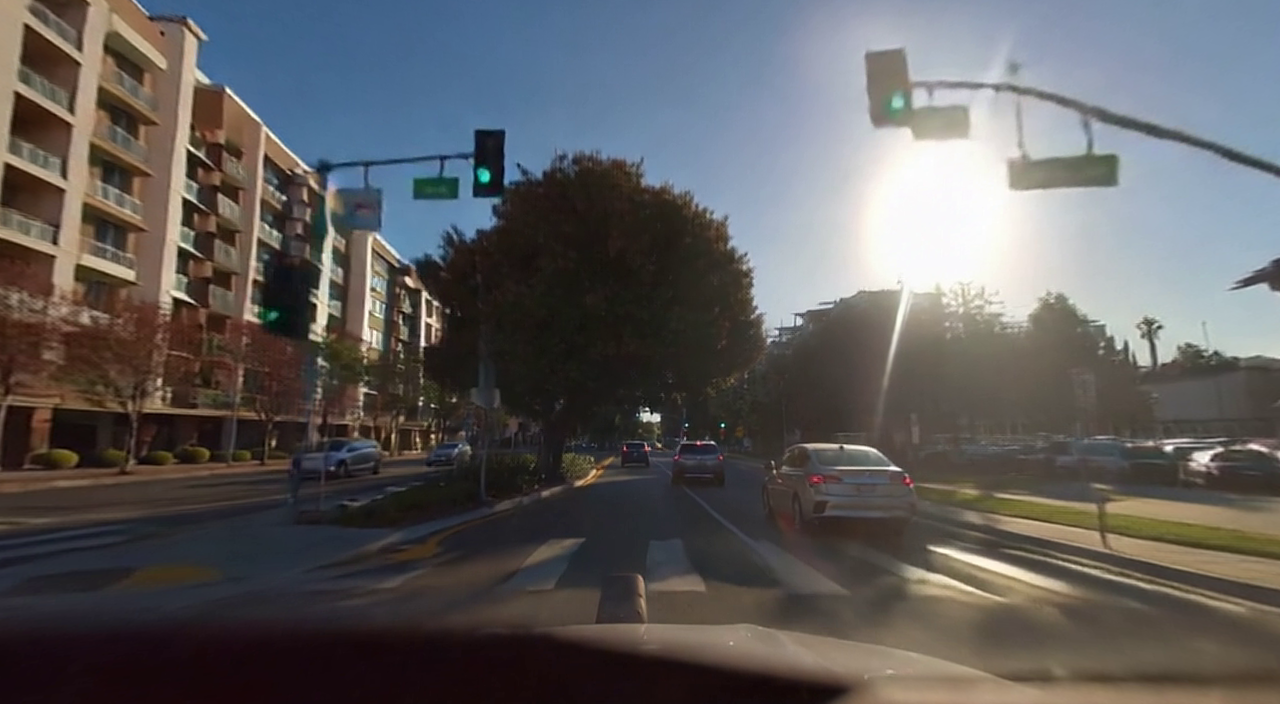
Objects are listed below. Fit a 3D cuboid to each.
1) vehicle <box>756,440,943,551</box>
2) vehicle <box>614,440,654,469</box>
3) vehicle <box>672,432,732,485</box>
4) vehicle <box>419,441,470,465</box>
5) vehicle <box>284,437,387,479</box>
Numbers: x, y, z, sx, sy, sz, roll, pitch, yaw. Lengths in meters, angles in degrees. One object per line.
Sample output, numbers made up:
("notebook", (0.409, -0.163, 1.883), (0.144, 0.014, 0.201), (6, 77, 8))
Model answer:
("vehicle", (3.490, 2.438, 11.494), (1.906, 1.608, 4.137), (0, -8, -1))
("vehicle", (-0.359, 5.585, 34.650), (2.059, 1.492, 3.925), (0, -8, -1))
("vehicle", (2.490, 4.408, 26.509), (2.206, 1.858, 5.332), (2, -8, 4))
("vehicle", (-12.763, 6.623, 41.538), (1.926, 1.446, 4.565), (0, -8, 0))
("vehicle", (-12.232, 4.284, 25.799), (1.969, 1.566, 4.549), (0, -8, -1))
